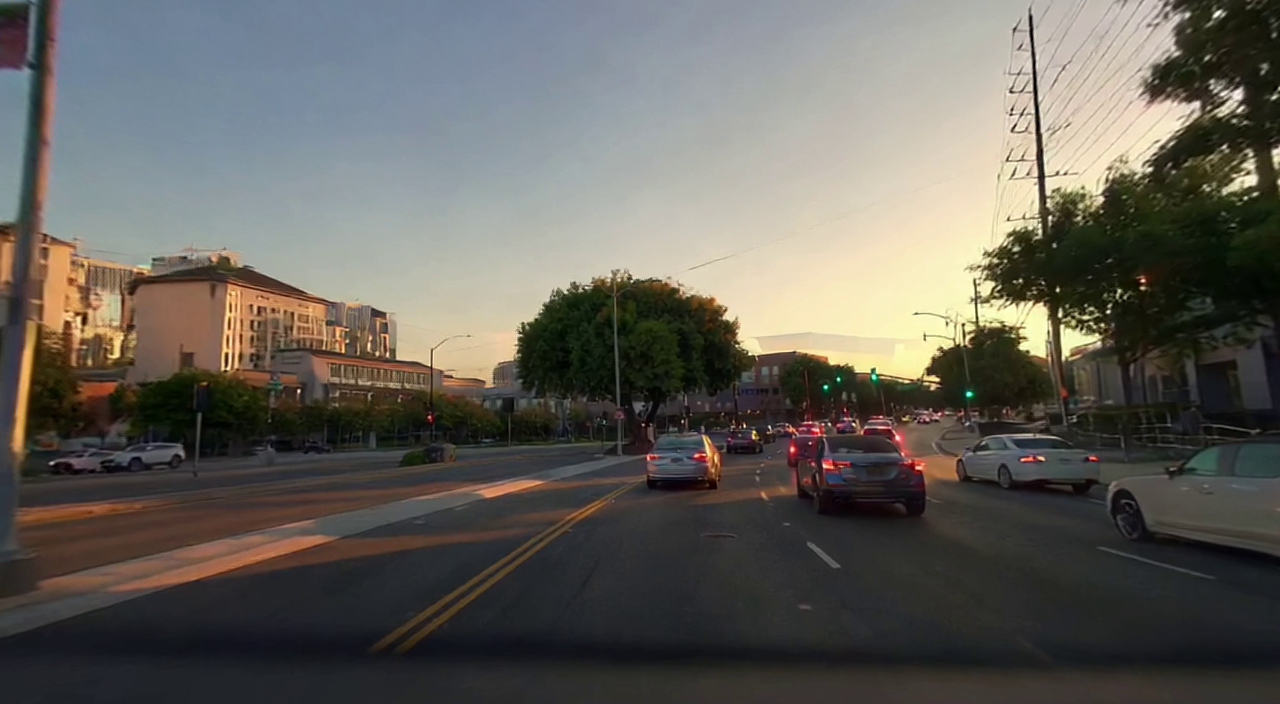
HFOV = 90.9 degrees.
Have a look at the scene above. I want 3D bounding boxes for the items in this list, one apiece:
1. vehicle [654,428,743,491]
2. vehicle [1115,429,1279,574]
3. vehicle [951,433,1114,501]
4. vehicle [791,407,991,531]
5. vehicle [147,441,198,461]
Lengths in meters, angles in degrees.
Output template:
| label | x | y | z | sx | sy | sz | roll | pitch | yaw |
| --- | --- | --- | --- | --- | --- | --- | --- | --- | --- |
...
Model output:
| label | x | y | z | sx | sy | sz | roll | pitch | yaw |
| --- | --- | --- | --- | --- | --- | --- | --- | --- | --- |
| vehicle | 1.765 | 2.961 | 17.680 | 2.168 | 1.527 | 4.174 | -1 | -8 | 9 |
| vehicle | 7.521 | 1.553 | 6.555 | 1.866 | 1.471 | 4.478 | 0 | -8 | 4 |
| vehicle | 9.742 | 2.863 | 16.137 | 1.882 | 1.463 | 4.543 | -1 | -9 | 10 |
| vehicle | 4.293 | 2.085 | 11.815 | 2.119 | 1.810 | 4.848 | -1 | -8 | 5 |
| vehicle | -36.865 | 7.770 | 49.620 | 4.848 | 1.498 | 2.009 | -7 | -11 | 39 |
